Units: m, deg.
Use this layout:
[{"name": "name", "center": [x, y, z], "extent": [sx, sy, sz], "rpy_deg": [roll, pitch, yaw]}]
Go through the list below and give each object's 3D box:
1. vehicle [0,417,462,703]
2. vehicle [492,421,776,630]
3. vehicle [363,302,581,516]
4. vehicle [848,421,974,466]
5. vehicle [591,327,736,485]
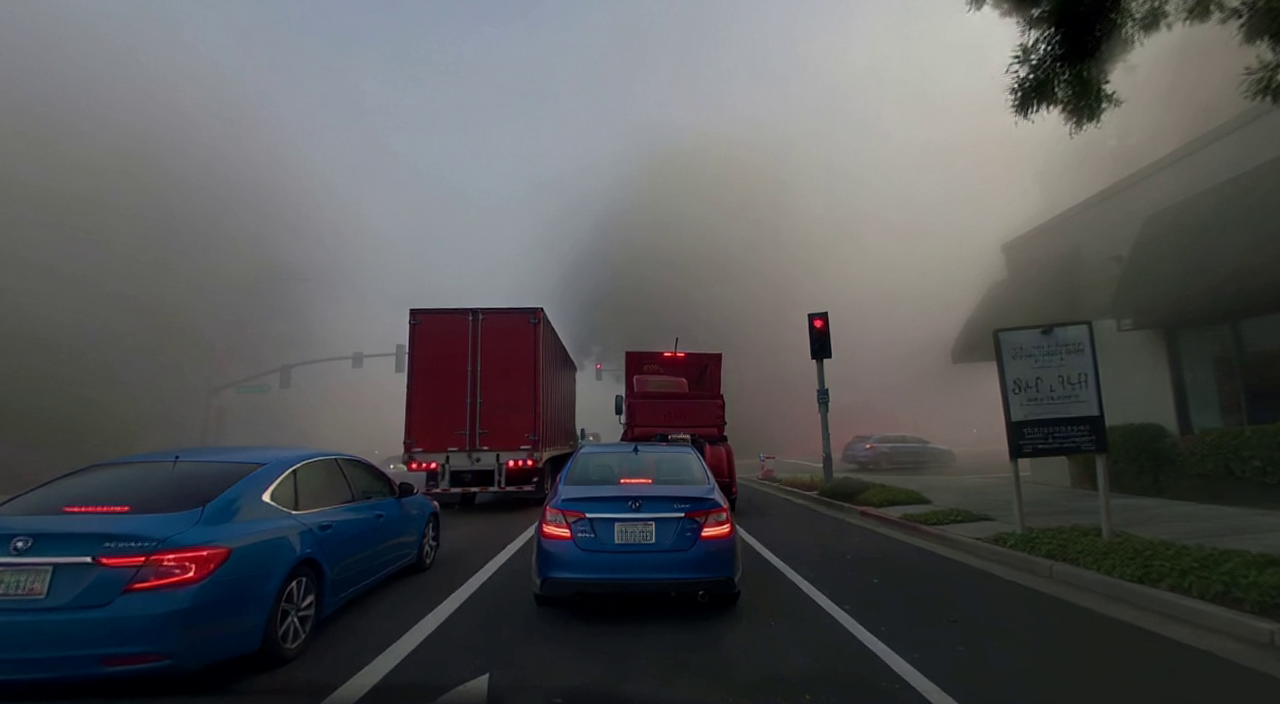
[{"name": "vehicle", "center": [-3.090, 1.373, 5.172], "extent": [1.969, 1.471, 4.378], "rpy_deg": [0, -8, 0]}, {"name": "vehicle", "center": [-0.105, 1.571, 6.710], "extent": [2.067, 1.506, 4.118], "rpy_deg": [0, -8, -2]}, {"name": "vehicle", "center": [-3.265, 1.487, 14.646], "extent": [3.020, 3.800, 7.105], "rpy_deg": [0, -8, 0]}, {"name": "vehicle", "center": [12.137, 4.165, 28.378], "extent": [4.681, 1.713, 1.969], "rpy_deg": [-3, -9, -1]}, {"name": "vehicle", "center": [0.364, 1.398, 16.696], "extent": [2.803, 3.066, 8.341], "rpy_deg": [-2, -5, -1]}]
